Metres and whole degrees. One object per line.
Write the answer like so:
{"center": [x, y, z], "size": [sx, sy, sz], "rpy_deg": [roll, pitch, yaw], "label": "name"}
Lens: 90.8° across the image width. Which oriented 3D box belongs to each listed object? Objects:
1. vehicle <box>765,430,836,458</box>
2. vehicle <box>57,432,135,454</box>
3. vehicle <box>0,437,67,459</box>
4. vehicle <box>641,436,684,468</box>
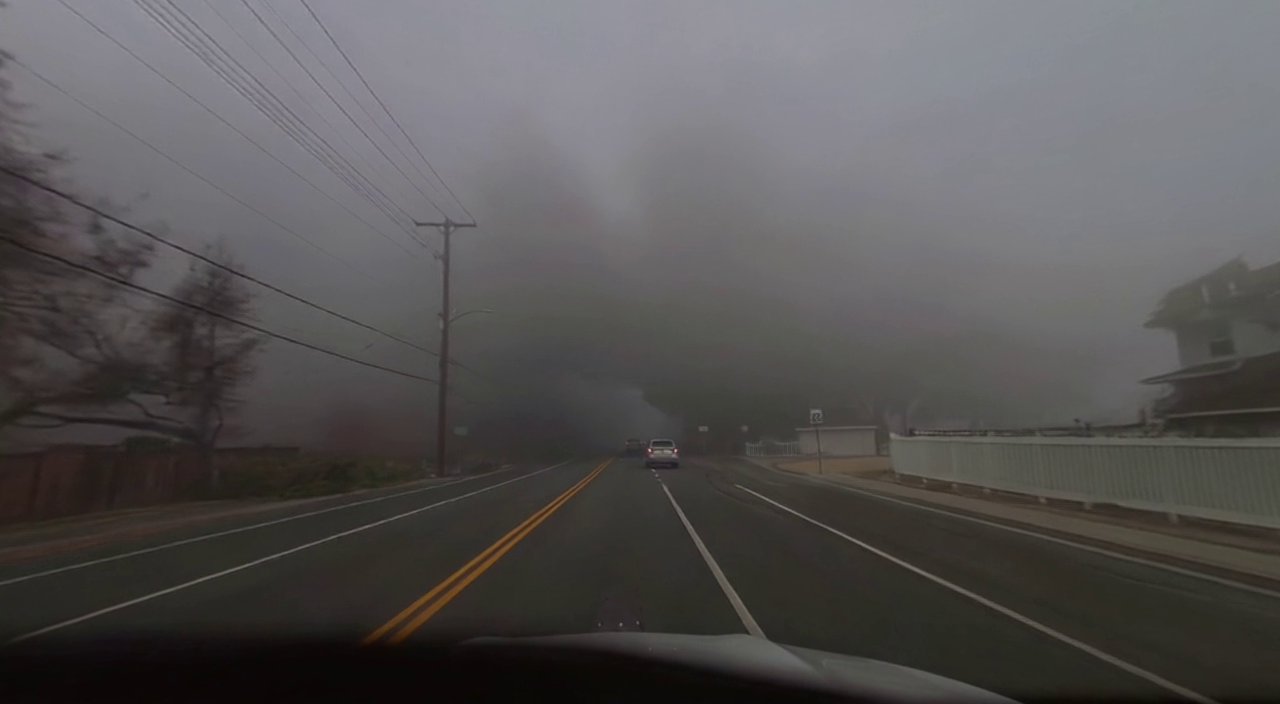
{"center": [12.129, 6.928, 47.682], "size": [4.635, 2.026, 2.258], "rpy_deg": [3, -9, -18], "label": "vehicle"}
{"center": [-40.473, 6.744, 47.050], "size": [4.127, 1.528, 1.708], "rpy_deg": [-1, -8, 0], "label": "vehicle"}
{"center": [-40.481, 6.320, 41.596], "size": [3.825, 1.441, 1.672], "rpy_deg": [0, -9, 0], "label": "vehicle"}
{"center": [1.053, 4.982, 31.531], "size": [1.975, 1.497, 3.647], "rpy_deg": [0, -8, 0], "label": "vehicle"}
